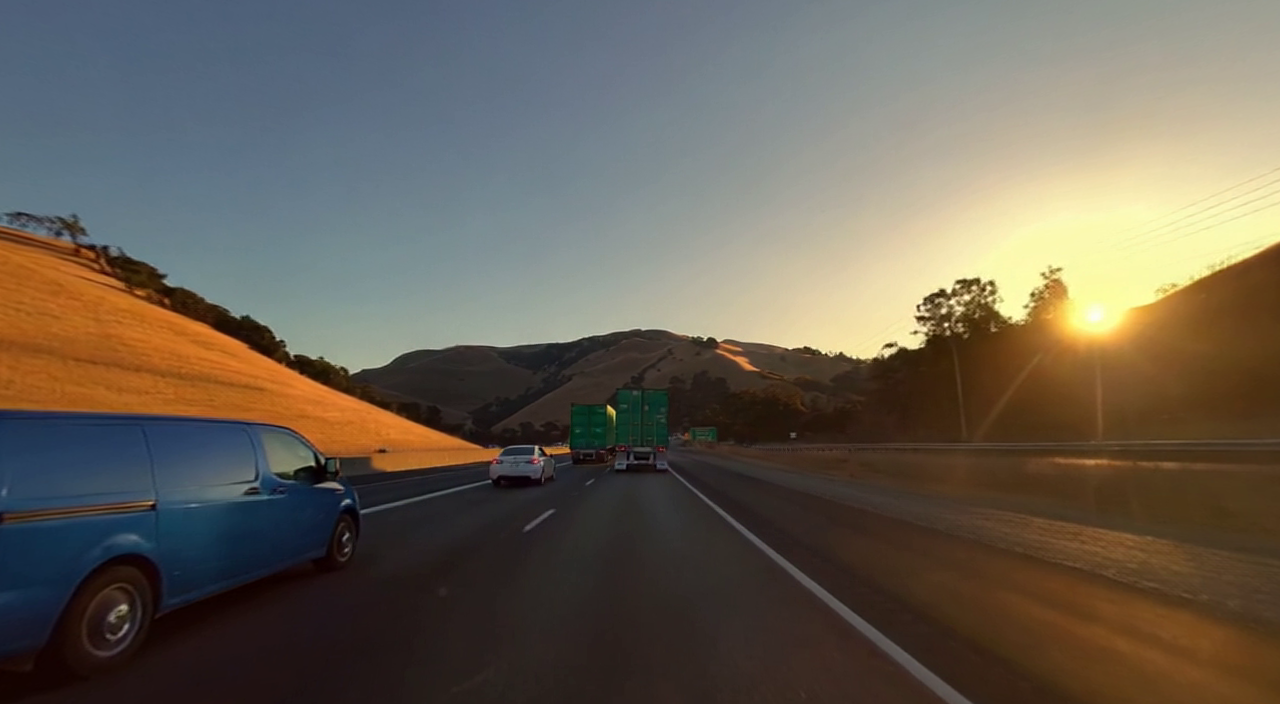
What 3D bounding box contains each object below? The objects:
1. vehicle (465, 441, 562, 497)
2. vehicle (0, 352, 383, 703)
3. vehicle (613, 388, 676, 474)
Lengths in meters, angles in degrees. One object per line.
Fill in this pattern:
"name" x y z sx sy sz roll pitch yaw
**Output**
"vehicle" -3.585 3.391 18.702 1.950 1.446 4.224 0 -8 1
"vehicle" -4.165 1.176 4.967 2.136 1.779 4.875 0 -8 1
"vehicle" 0.339 4.447 34.852 2.913 3.988 10.874 0 -8 1
